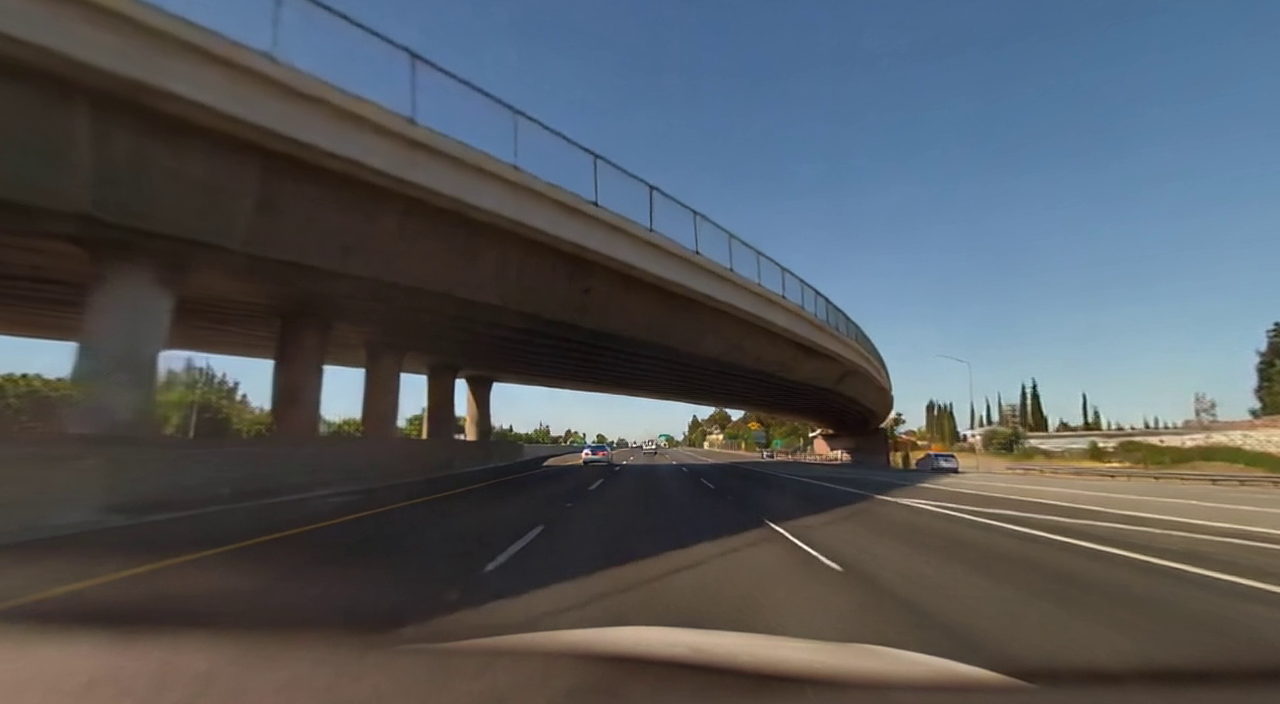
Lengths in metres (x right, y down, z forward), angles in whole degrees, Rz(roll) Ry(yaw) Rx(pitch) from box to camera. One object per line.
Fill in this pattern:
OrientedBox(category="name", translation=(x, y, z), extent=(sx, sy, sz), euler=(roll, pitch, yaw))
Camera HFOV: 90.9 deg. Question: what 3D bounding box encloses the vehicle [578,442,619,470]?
OrientedBox(category="vehicle", translation=(-2.405, 6.147, 37.464), extent=(1.968, 1.504, 3.892), euler=(0, -8, 3))
